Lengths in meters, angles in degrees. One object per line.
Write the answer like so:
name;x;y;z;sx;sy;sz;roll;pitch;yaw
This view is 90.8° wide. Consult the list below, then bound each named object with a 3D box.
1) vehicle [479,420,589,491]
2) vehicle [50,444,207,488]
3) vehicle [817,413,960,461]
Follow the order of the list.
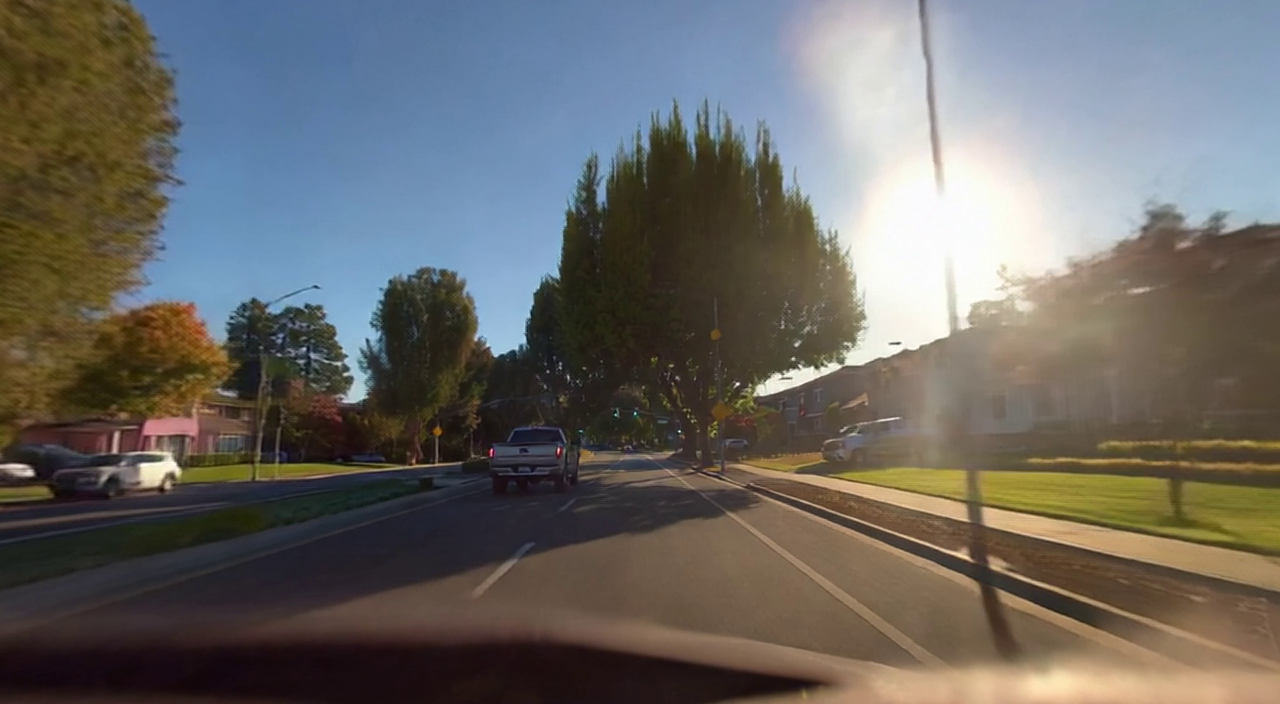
vehicle;-3.239;3.371;20.822;2.508;2.001;5.880;0;-9;1
vehicle;-21.305;4.741;26.490;4.669;1.745;2.156;0;-9;1
vehicle;10.040;3.480;25.776;4.882;1.839;2.243;1;-9;-7
